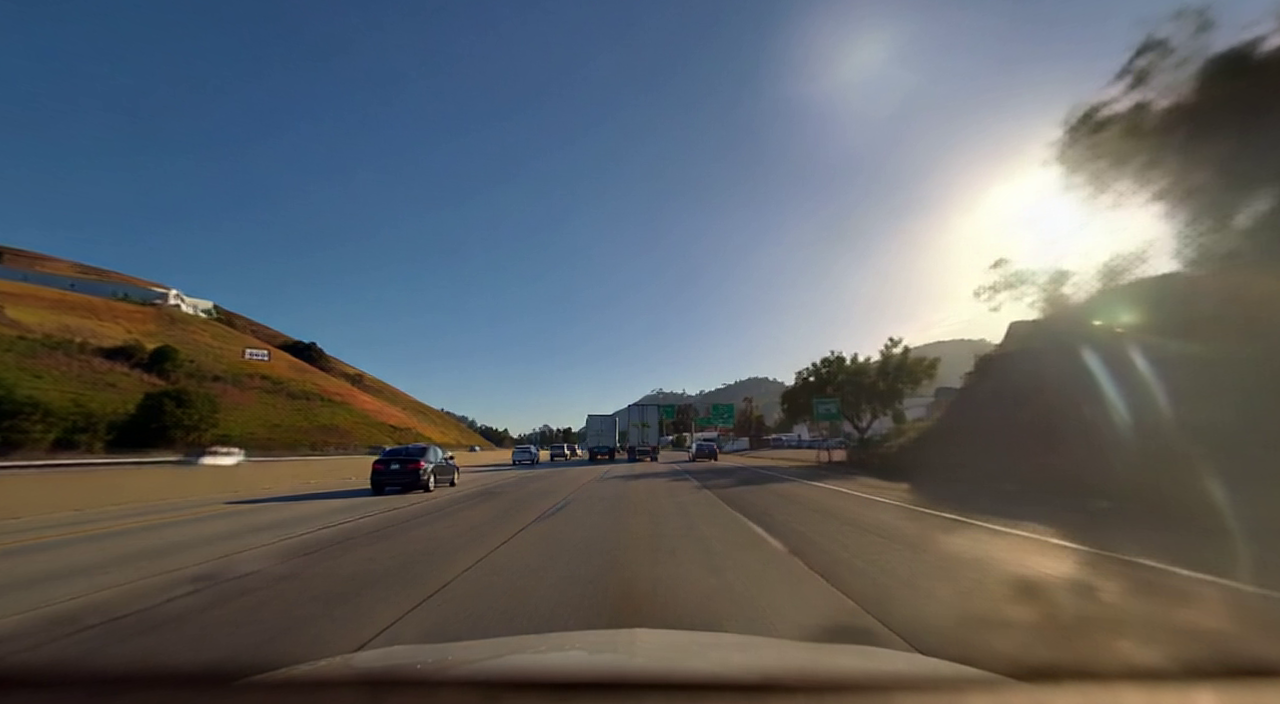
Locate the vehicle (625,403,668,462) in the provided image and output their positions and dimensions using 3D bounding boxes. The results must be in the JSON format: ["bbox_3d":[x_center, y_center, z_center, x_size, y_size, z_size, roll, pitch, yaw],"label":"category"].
[{"bbox_3d":[0.377,6.382,49.222,2.969,4.104,10.906,0,-9,-1],"label":"vehicle"}]

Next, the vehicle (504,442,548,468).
[{"bbox_3d":[-7.035,6.407,39.458,1.891,1.460,4.506,0,-9,0],"label":"vehicle"}]

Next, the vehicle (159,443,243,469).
[{"bbox_3d":[-32.762,7.785,47.384,2.109,1.753,5.778,0,-9,0],"label":"vehicle"}]

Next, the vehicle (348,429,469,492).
[{"bbox_3d":[-7.209,3.427,20.224,2.122,1.754,4.379,0,-9,1],"label":"vehicle"}]

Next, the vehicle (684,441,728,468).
[{"bbox_3d":[3.703,5.834,36.177,2.006,1.452,4.246,0,-9,-1],"label":"vehicle"}]
